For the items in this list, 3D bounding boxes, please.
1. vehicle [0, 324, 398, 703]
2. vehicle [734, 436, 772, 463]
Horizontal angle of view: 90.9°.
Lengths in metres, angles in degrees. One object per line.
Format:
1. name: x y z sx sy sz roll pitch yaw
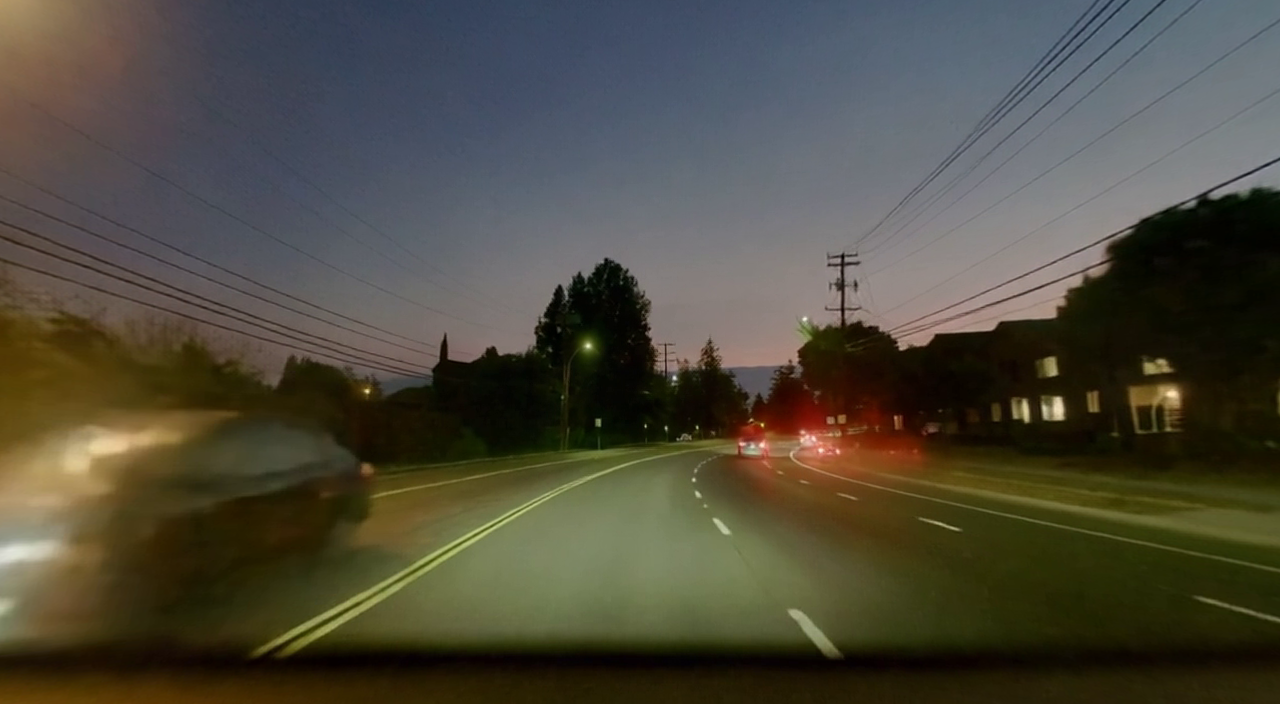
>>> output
1. vehicle: -3.769 1.038 4.326 2.191 1.771 4.981 -1 -9 1
2. vehicle: 6.606 5.712 36.868 1.982 1.451 4.152 -2 -9 10
